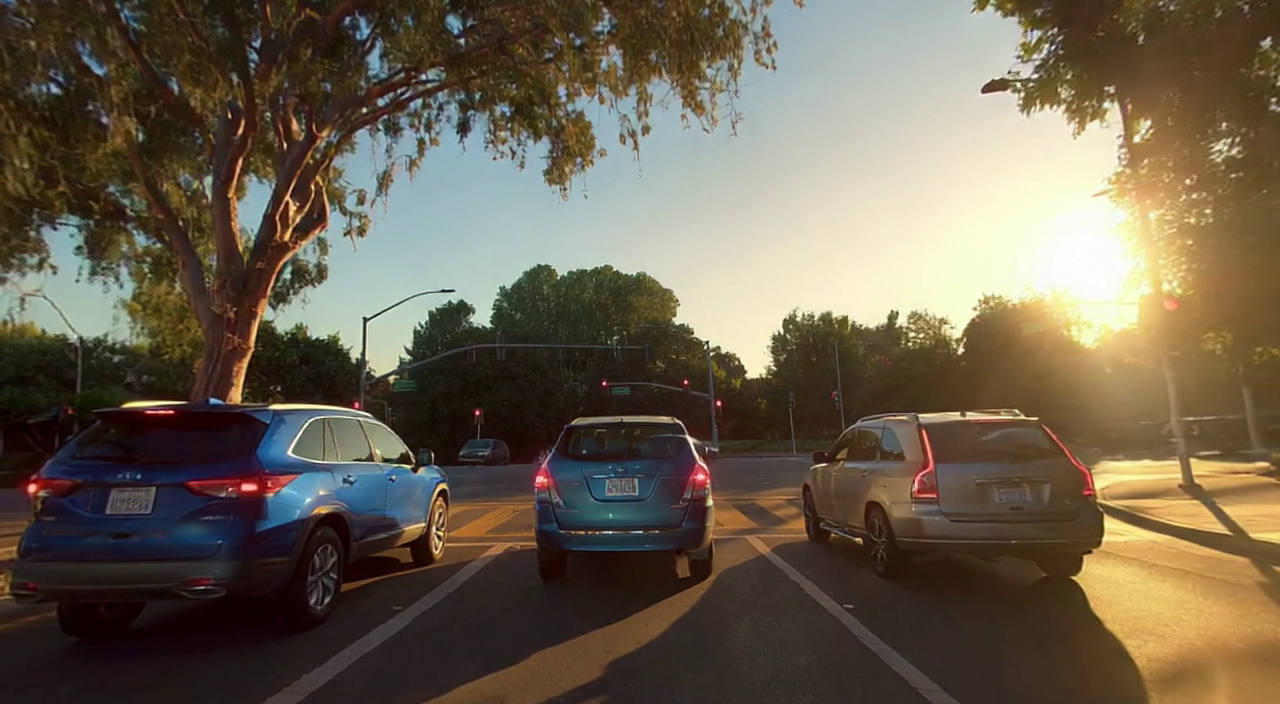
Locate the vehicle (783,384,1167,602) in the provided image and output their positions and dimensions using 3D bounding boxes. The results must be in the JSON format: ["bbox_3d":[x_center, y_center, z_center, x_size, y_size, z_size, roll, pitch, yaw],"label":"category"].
[{"bbox_3d":[3.272,1.487,7.514,2.083,1.779,4.532,0,-8,0],"label":"vehicle"}]

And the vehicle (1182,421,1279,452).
[{"bbox_3d":[32.866,4.674,34.807,4.175,1.634,1.877,1,-8,-5],"label":"vehicle"}]

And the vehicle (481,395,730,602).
[{"bbox_3d":[-0.233,1.514,7.322,2.067,1.702,3.987,0,-8,2],"label":"vehicle"}]

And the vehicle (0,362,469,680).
[{"bbox_3d":[-3.272,1.284,5.886,2.047,1.810,4.414,0,-8,1],"label":"vehicle"}]
